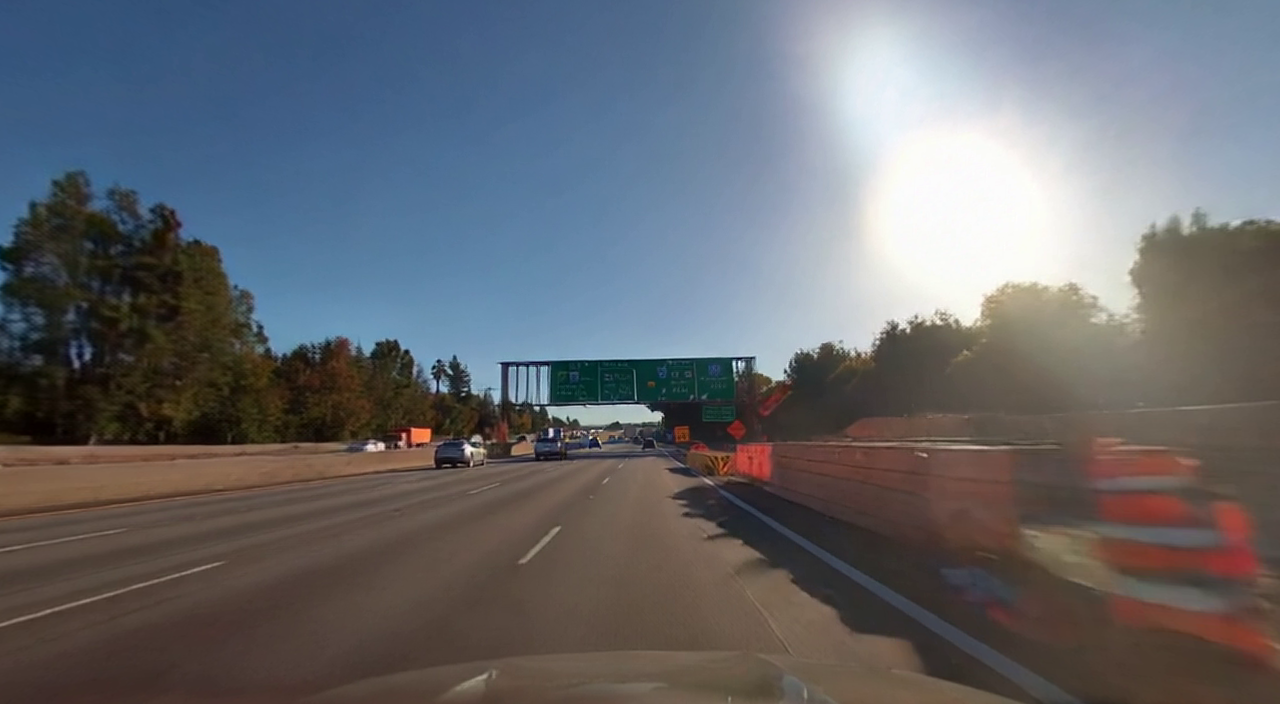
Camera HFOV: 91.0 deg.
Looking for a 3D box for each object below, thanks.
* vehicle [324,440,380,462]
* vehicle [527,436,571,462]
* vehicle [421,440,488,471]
[{"bbox_3d":[-22.289,7.697,48.945,2.186,1.619,4.359,0,-9,2],"label":"vehicle"},{"bbox_3d":[-6.396,6.908,44.946,2.402,1.733,4.512,0,-8,1],"label":"vehicle"},{"bbox_3d":[-9.697,5.464,33.336,2.122,1.511,4.576,0,-8,0],"label":"vehicle"}]
